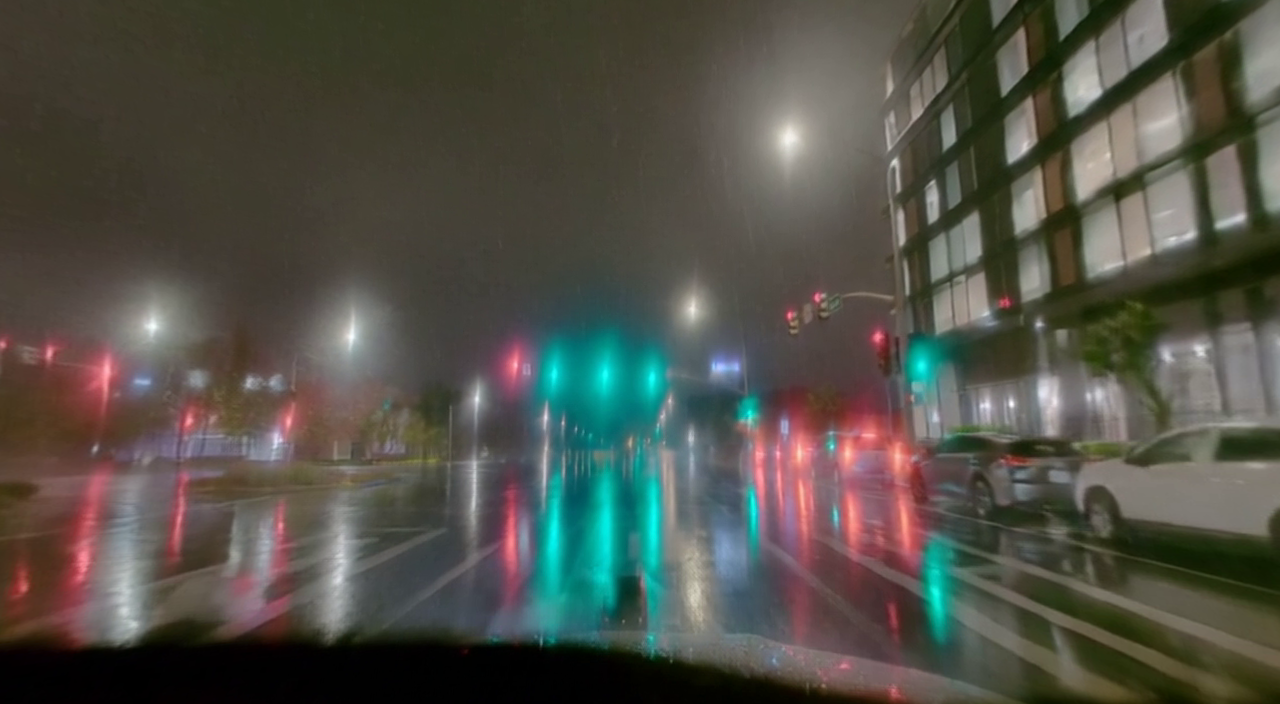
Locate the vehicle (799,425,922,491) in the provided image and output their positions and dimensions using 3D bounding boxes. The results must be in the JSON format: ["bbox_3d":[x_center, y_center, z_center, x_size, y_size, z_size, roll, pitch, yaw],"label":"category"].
[{"bbox_3d":[6.585,3.240,19.442,1.984,1.751,4.759,0,-9,-1],"label":"vehicle"}]

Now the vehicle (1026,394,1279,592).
[{"bbox_3d":[6.661,1.406,6.574,1.978,1.728,5.129,0,-9,0],"label":"vehicle"}]
